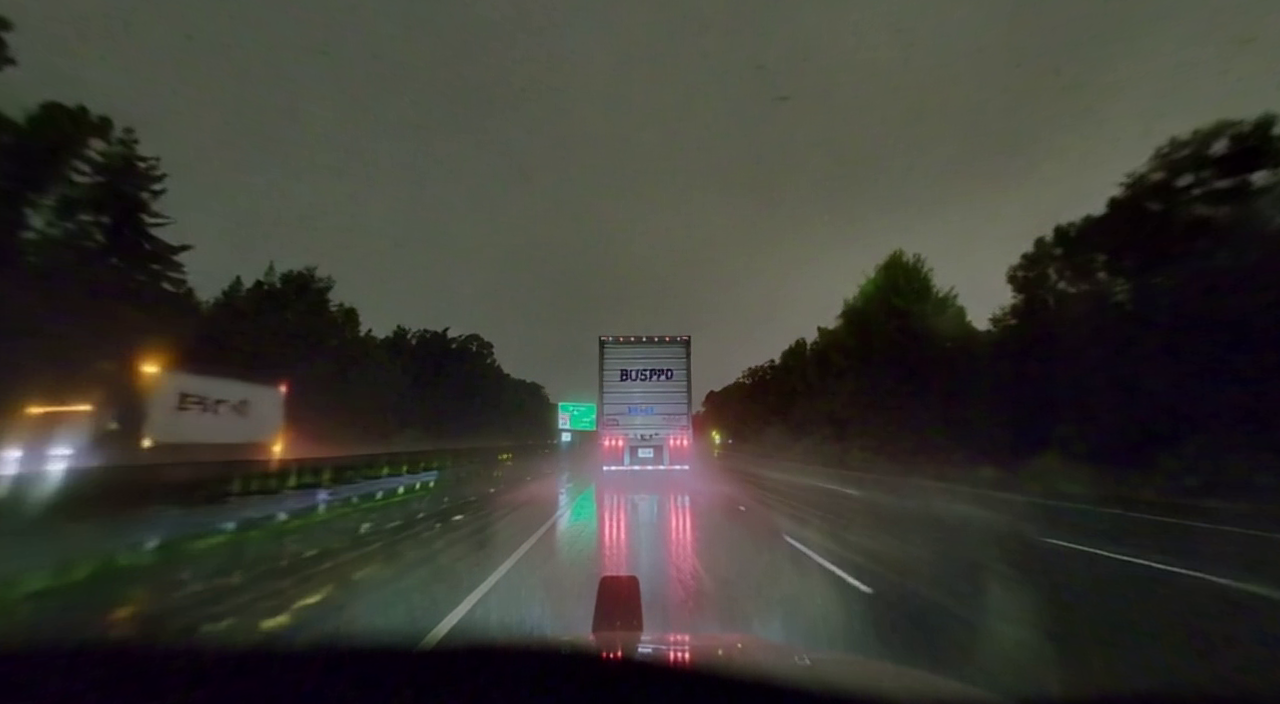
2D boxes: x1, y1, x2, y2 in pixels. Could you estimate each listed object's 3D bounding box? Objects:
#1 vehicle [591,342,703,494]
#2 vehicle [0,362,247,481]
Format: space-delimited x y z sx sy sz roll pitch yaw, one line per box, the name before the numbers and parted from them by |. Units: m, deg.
vehicle | 0.086 2.260 20.578 2.870 3.911 8.697 0 -8 -1
vehicle | -15.078 2.109 18.443 2.644 2.823 6.810 0 -8 0
